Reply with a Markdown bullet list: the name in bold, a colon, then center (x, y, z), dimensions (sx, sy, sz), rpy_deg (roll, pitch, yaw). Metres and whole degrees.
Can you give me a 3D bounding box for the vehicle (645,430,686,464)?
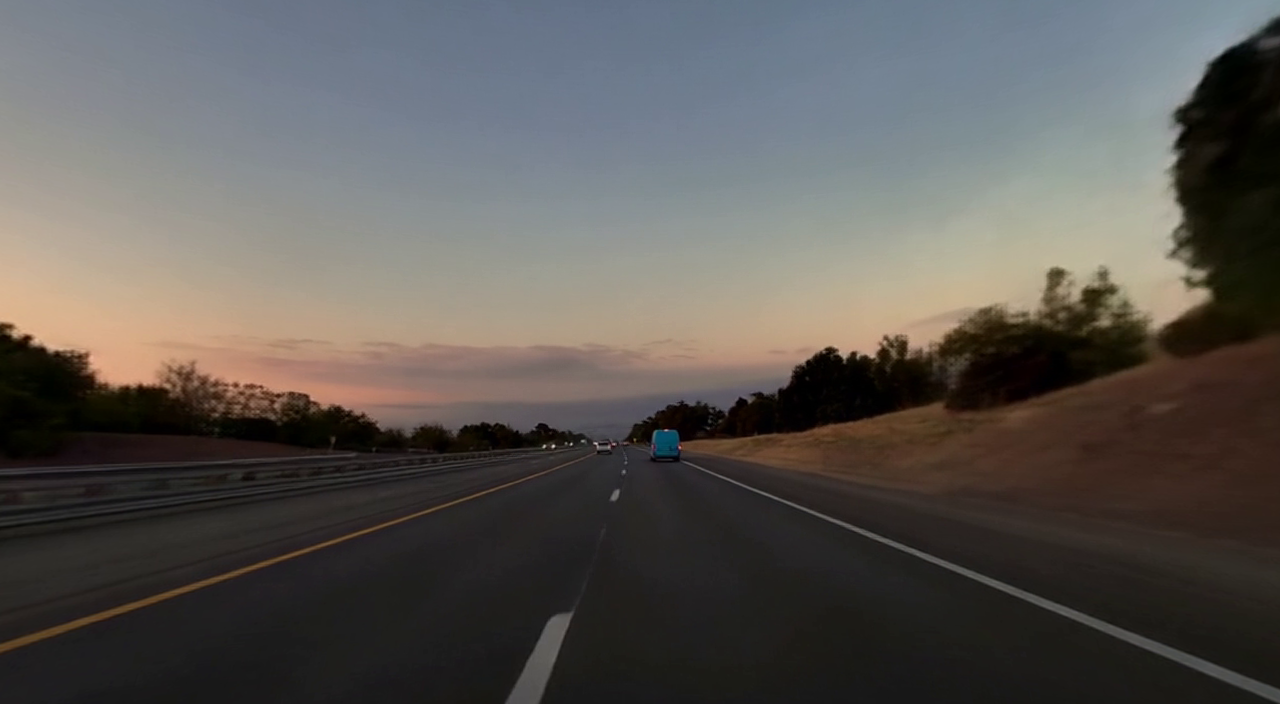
- **vehicle**: center (1.592, 6.119, 40.753), dimensions (2.269, 2.048, 4.679), rpy_deg (0, -8, -2)
